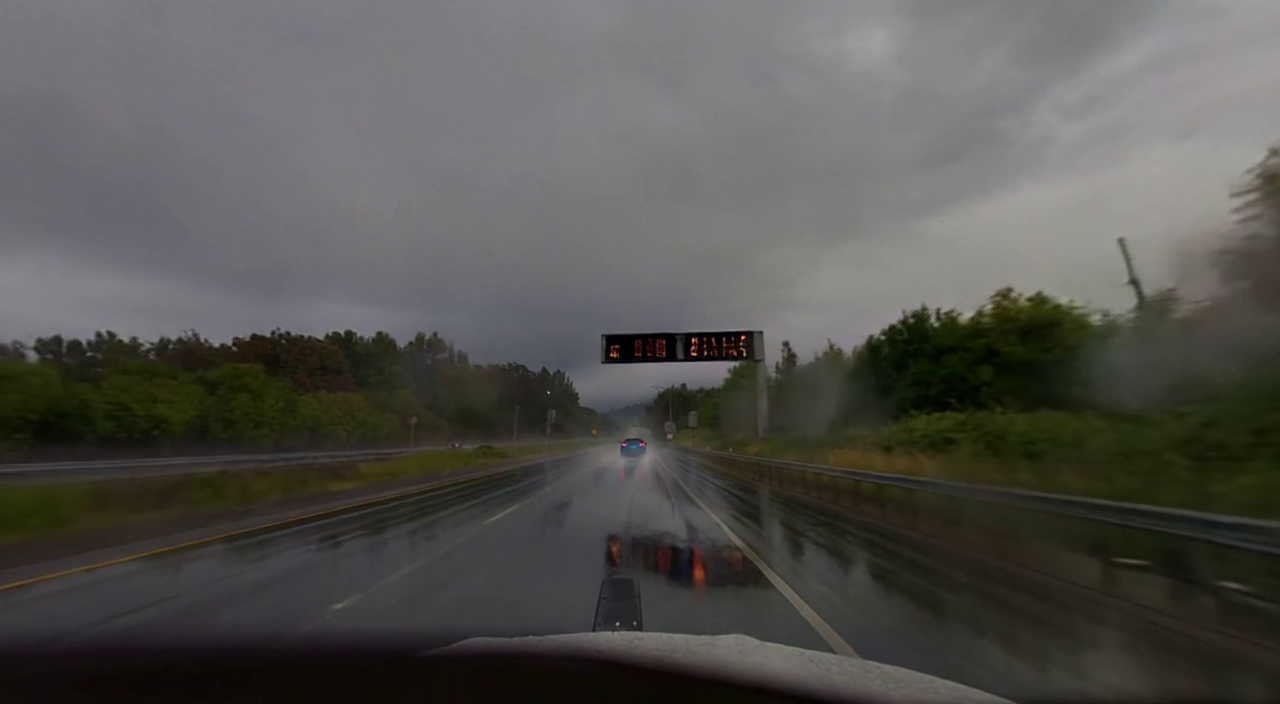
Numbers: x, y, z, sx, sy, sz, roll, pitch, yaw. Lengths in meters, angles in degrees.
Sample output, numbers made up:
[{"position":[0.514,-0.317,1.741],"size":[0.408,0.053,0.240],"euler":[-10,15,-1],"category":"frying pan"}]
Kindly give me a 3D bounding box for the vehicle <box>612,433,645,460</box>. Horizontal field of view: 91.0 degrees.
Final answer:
[{"position":[-0.770,6.507,43.531],"size":[2.180,1.717,4.139],"euler":[0,-8,-1],"category":"vehicle"}]
